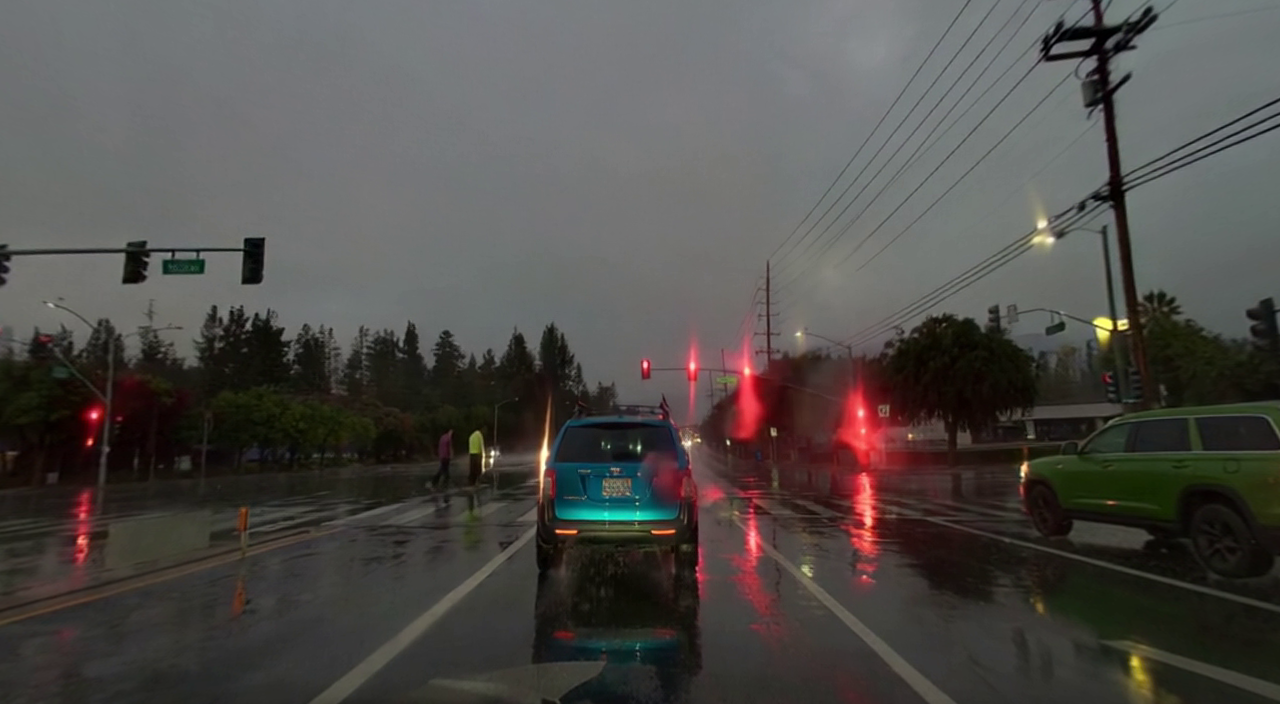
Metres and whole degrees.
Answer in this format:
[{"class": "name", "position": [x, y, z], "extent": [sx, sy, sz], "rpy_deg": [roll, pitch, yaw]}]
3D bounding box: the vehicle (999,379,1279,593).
[{"class": "vehicle", "position": [6.595, 1.420, 7.217], "extent": [2.119, 1.827, 4.806], "rpy_deg": [0, -9, 0]}]

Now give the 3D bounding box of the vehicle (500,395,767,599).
[{"class": "vehicle", "position": [-0.087, 1.565, 7.639], "extent": [2.285, 1.729, 4.252], "rpy_deg": [0, -9, -1]}]
